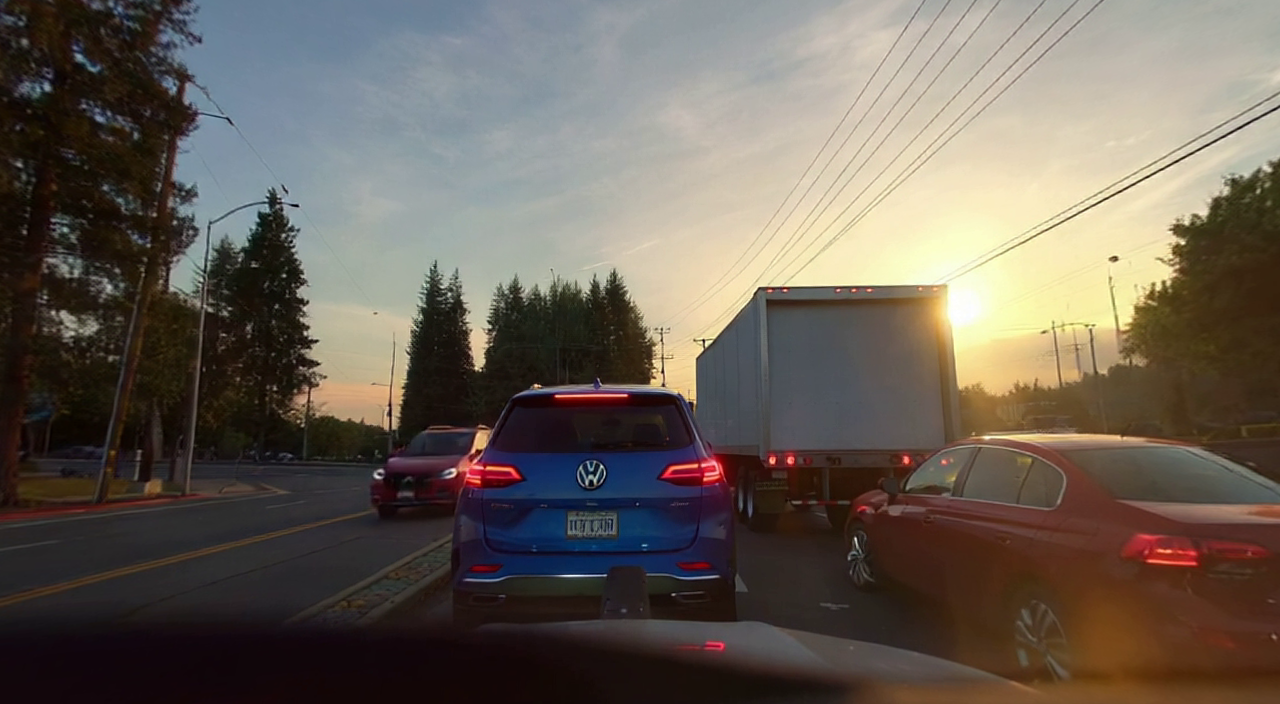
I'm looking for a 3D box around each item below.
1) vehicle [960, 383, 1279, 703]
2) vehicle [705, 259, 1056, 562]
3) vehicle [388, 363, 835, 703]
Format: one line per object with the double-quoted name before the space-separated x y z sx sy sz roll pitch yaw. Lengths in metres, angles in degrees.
"vehicle" 2.830 0.745 1.191 1.971 1.484 4.728 0 -8 0
"vehicle" 3.230 1.264 11.809 2.915 3.559 8.848 0 -8 -1
"vehicle" -0.136 1.228 5.183 2.114 1.732 4.230 0 -8 0
